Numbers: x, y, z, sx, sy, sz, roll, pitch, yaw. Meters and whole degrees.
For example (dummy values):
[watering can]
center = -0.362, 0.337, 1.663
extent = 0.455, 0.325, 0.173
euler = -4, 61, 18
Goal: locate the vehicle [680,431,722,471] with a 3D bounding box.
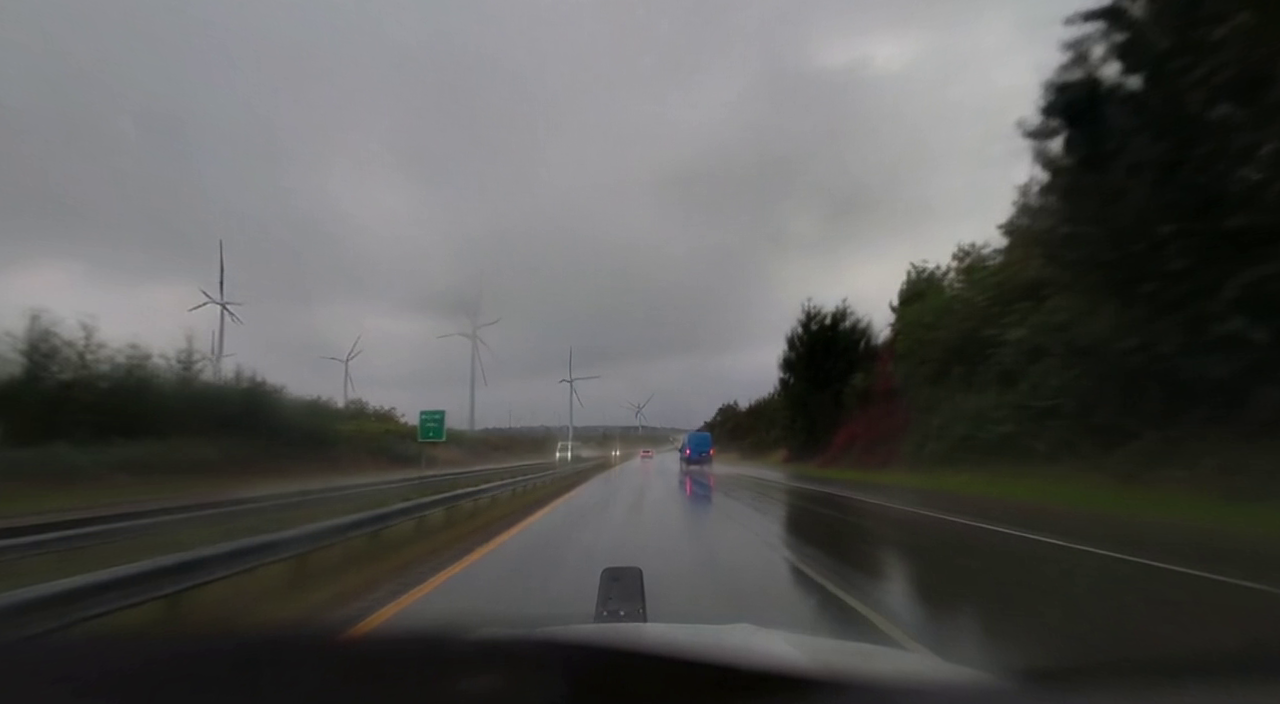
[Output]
[vehicle]
center = 4.404, 7.293, 46.571
extent = 2.437, 2.735, 5.507
euler = 0, -9, -1
